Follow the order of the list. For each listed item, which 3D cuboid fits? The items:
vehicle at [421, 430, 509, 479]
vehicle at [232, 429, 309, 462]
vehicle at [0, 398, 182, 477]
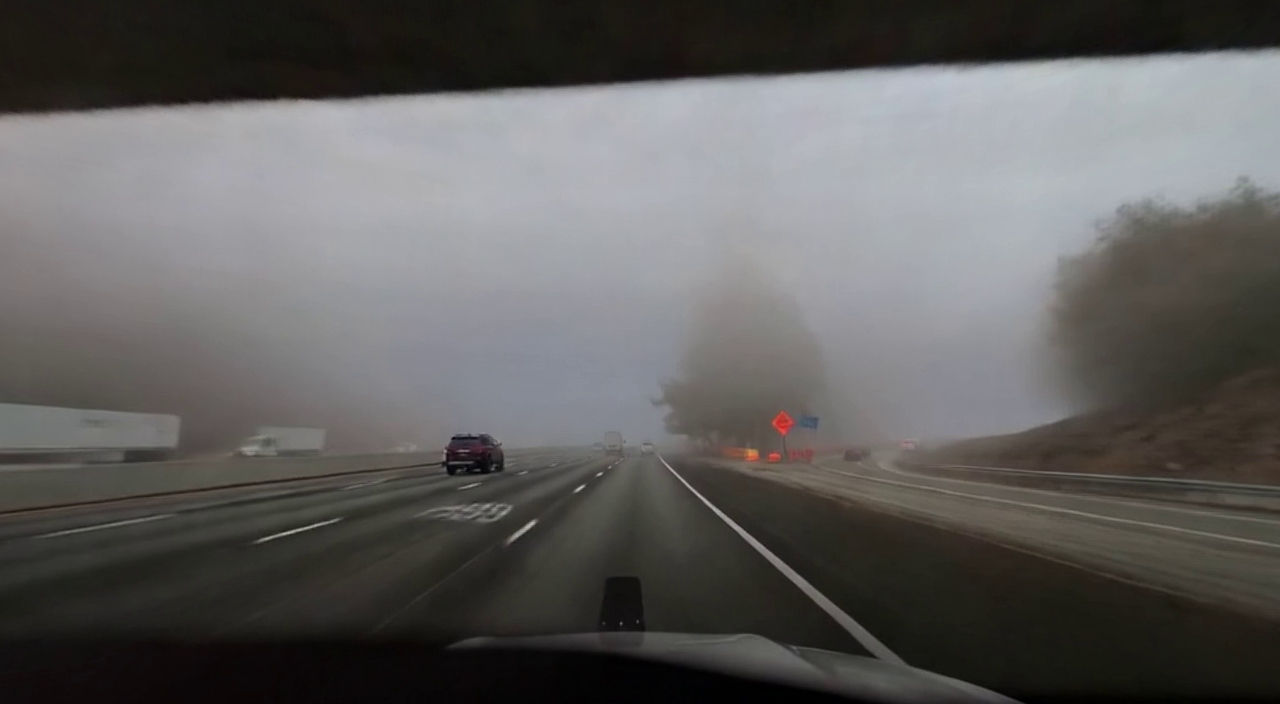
[{"bbox_3d":[-6.969,4.149,25.687,2.103,1.775,4.966,0,-8,0],"label":"vehicle"},{"bbox_3d":[-25.775,6.542,44.129,2.351,2.192,4.592,0,-8,3],"label":"vehicle"},{"bbox_3d":[-29.970,4.127,30.263,2.884,3.515,17.319,0,-8,1],"label":"vehicle"}]
